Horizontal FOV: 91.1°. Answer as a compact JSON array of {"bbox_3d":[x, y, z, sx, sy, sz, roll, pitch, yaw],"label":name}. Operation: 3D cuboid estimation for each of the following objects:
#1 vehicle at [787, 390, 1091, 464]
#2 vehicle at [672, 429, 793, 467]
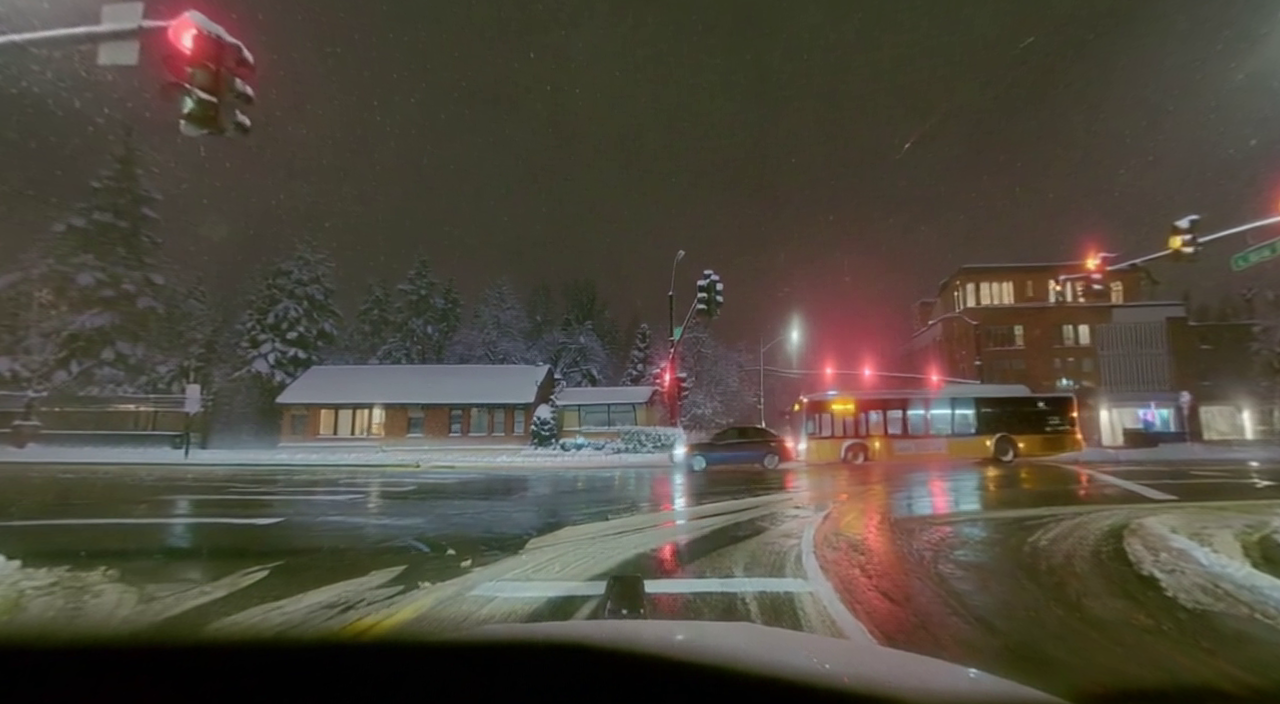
[{"bbox_3d":[13.816,3.613,29.812,12.822,3.296,3.033,0,-9,-1],"label":"vehicle"},{"bbox_3d":[3.660,3.898,25.423,4.538,1.461,1.805,0,-9,-2],"label":"vehicle"}]
